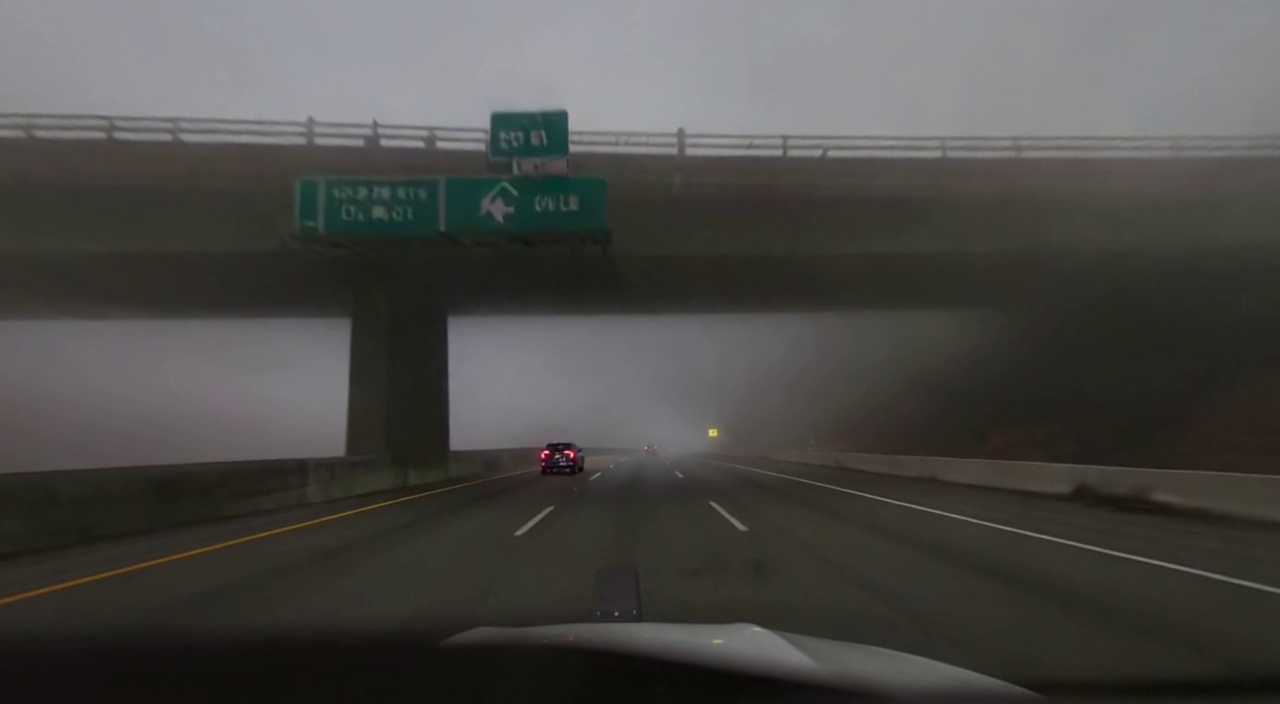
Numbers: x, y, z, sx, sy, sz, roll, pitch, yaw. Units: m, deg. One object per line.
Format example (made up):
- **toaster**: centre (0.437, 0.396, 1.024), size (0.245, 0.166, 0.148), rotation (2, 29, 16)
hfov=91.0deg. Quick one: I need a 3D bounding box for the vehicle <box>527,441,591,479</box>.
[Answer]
- **vehicle**: centre (-3.560, 4.826, 28.599), size (2.276, 1.551, 4.484), rotation (-1, -8, 1)
